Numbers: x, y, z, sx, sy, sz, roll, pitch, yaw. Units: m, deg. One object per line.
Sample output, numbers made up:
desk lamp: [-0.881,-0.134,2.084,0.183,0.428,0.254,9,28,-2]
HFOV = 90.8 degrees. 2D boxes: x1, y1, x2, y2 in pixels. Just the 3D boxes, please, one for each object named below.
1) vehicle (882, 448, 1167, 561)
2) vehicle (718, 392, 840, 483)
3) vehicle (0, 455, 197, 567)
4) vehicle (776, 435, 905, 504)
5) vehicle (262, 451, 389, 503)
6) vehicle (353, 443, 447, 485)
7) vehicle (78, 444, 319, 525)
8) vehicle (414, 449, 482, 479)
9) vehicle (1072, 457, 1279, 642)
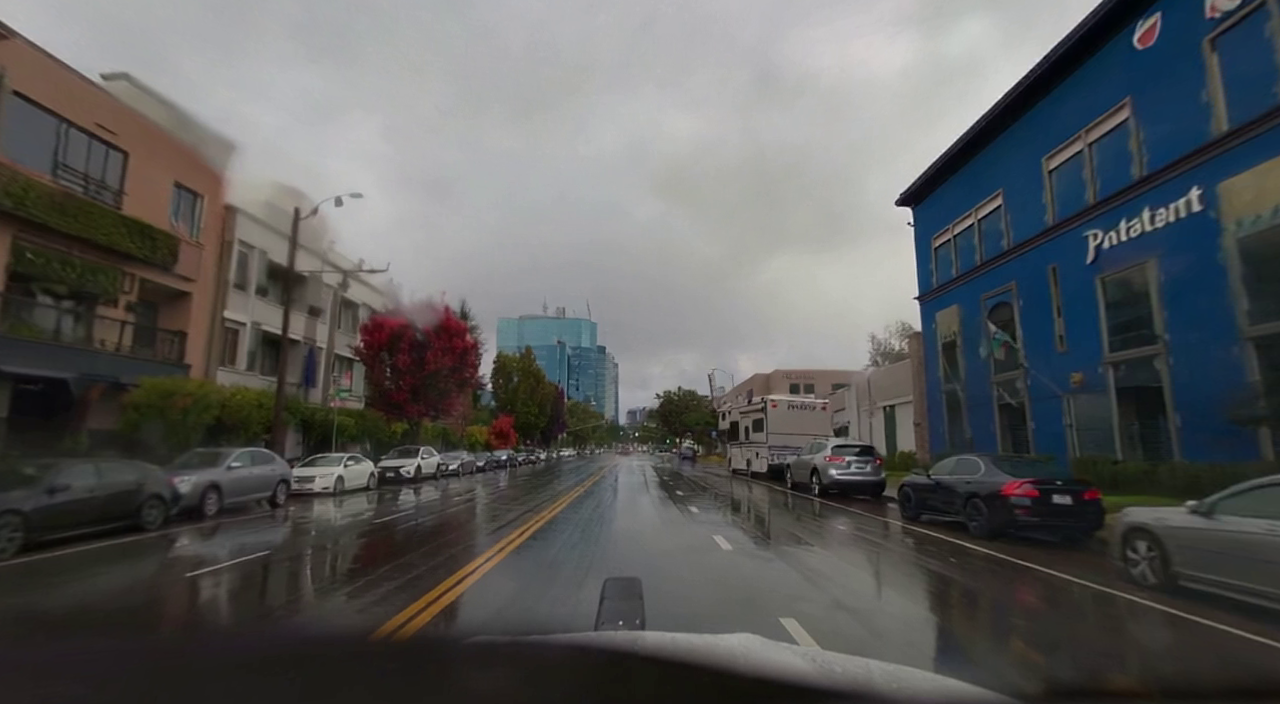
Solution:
vehicle: [6.108,2.422,10.894,1.939,1.491,4.521,0,-9,-2]
vehicle: [5.958,4.020,29.274,3.102,3.473,9.734,0,-8,-2]
vehicle: [-9.768,2.449,10.273,1.842,1.474,4.722,0,-8,-2]
vehicle: [5.890,3.513,19.438,2.154,1.804,5.341,0,-9,0]
vehicle: [-10.043,3.986,20.624,1.802,1.439,4.546,0,-8,0]
vehicle: [-10.094,4.738,27.040,2.276,1.597,4.421,0,-8,0]
vehicle: [-10.010,2.998,15.013,2.230,1.577,4.871,0,-8,-1]
vehicle: [-10.102,5.929,33.746,2.078,1.427,4.900,0,-8,0]
vehicle: [6.184,1.611,5.054,2.001,1.431,4.757,0,-9,-1]
